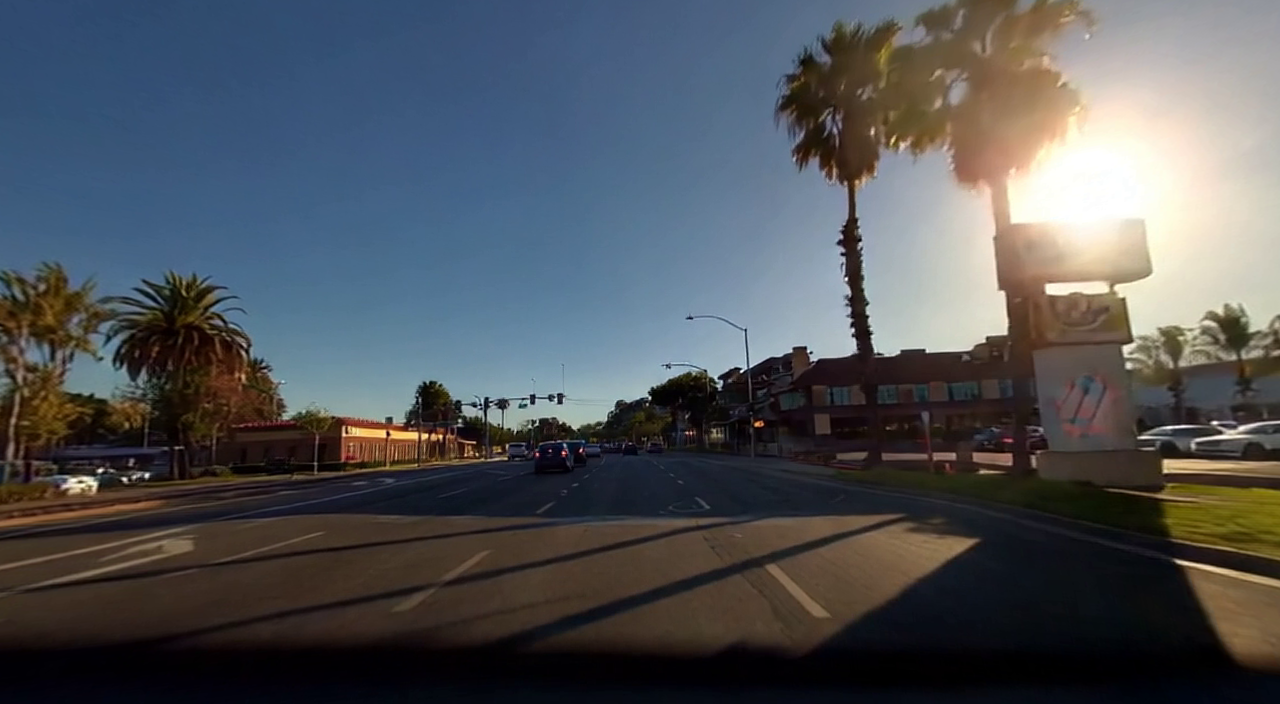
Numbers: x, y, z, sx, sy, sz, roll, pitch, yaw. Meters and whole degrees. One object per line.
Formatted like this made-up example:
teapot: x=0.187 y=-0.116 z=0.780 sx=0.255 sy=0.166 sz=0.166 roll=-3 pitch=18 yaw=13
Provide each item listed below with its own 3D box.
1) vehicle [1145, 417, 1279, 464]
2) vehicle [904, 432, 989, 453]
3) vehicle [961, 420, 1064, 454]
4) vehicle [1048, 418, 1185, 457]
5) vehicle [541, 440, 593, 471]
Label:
vehicle: x=21.449 y=3.206 z=22.869 sx=4.505 sy=1.584 sz=2.015 roll=-5 pitch=-10 yaw=27
vehicle: x=22.015 y=6.527 z=45.469 sx=5.080 sy=1.423 sz=1.919 roll=-9 pitch=-12 yaw=44
vehicle: x=20.899 y=4.845 z=35.678 sx=4.753 sy=1.809 sz=2.016 roll=-5 pitch=-10 yaw=28
vehicle: x=21.632 y=3.953 z=28.935 sx=4.600 sy=1.677 sz=1.980 roll=-5 pitch=-10 yaw=26
vehicle: x=-3.673 y=5.302 z=32.476 sx=2.181 sy=1.483 sz=4.123 roll=0 pitch=-9 yaw=0
